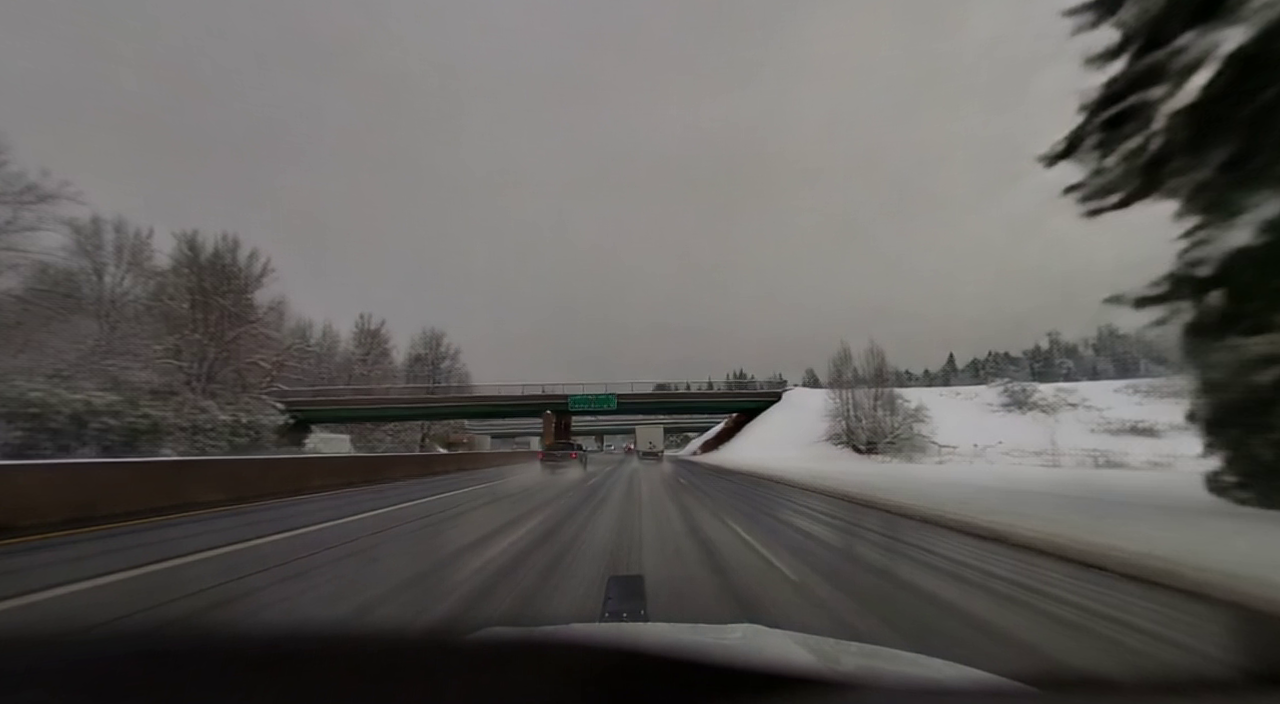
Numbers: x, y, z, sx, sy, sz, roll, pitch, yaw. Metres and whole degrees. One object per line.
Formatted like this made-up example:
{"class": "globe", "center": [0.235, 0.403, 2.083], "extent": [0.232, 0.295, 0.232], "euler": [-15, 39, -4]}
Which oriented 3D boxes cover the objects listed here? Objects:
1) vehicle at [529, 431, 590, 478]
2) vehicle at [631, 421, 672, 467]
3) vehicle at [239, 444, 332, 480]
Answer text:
{"class": "vehicle", "center": [-3.867, 5.080, 31.274], "extent": [2.233, 2.093, 5.565], "euler": [0, -9, 0]}
{"class": "vehicle", "center": [0.769, 6.851, 46.645], "extent": [2.790, 3.075, 7.414], "euler": [0, -9, 0]}
{"class": "vehicle", "center": [-19.929, 6.170, 35.719], "extent": [2.472, 1.878, 4.654], "euler": [0, -9, 1]}
